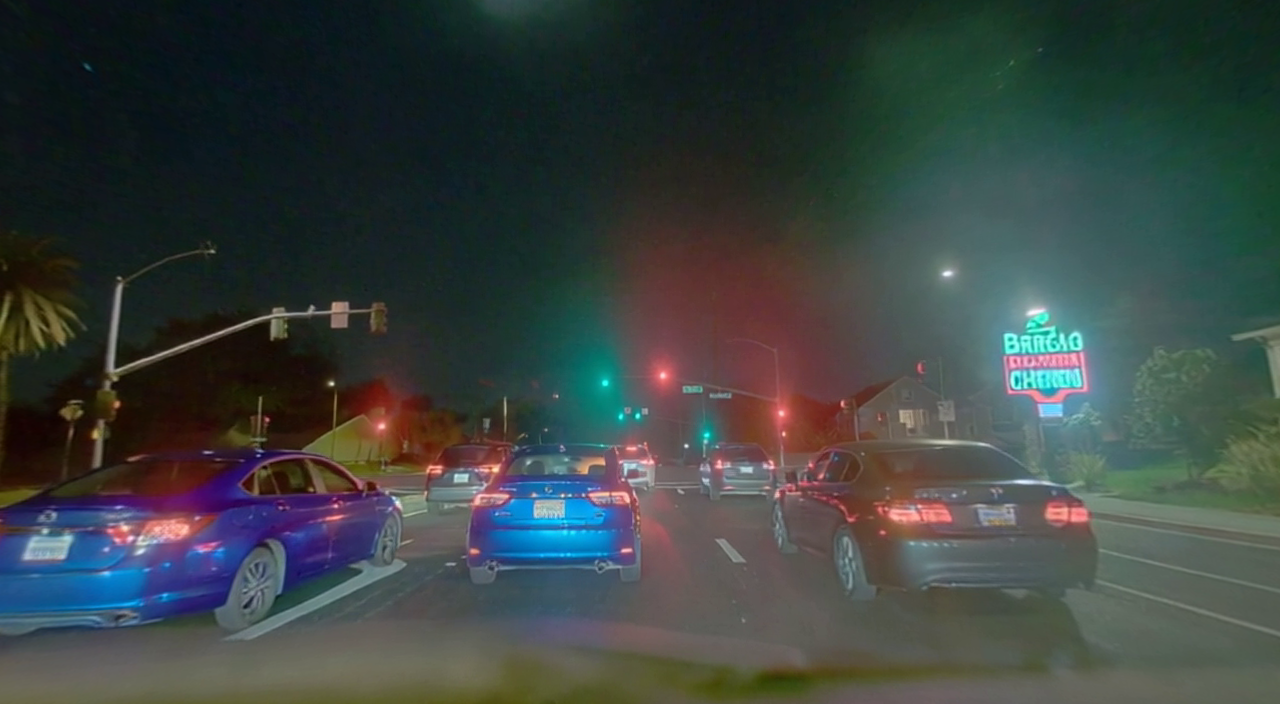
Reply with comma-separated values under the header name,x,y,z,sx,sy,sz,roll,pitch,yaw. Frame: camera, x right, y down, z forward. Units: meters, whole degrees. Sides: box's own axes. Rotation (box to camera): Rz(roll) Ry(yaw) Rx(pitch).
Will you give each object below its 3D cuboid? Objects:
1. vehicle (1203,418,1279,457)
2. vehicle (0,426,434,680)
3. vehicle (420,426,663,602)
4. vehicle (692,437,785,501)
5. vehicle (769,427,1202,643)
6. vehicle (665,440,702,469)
name,x,y,z,sx,sy,sz,roll,pitch,yaw
vehicle,28.686,3.873,28.384,4.517,1.695,1.953,-2,-9,12
vehicle,-3.688,1.520,6.018,2.058,1.474,4.473,0,-8,-2
vehicle,-0.894,1.696,7.474,2.104,1.500,3.815,0,-8,-1
vehicle,2.709,3.324,18.395,1.956,1.615,4.205,0,-8,-1
vehicle,2.824,1.577,6.553,2.014,1.464,4.312,0,-8,0
vehicle,2.839,6.771,41.953,2.063,1.750,4.410,0,-8,-1
